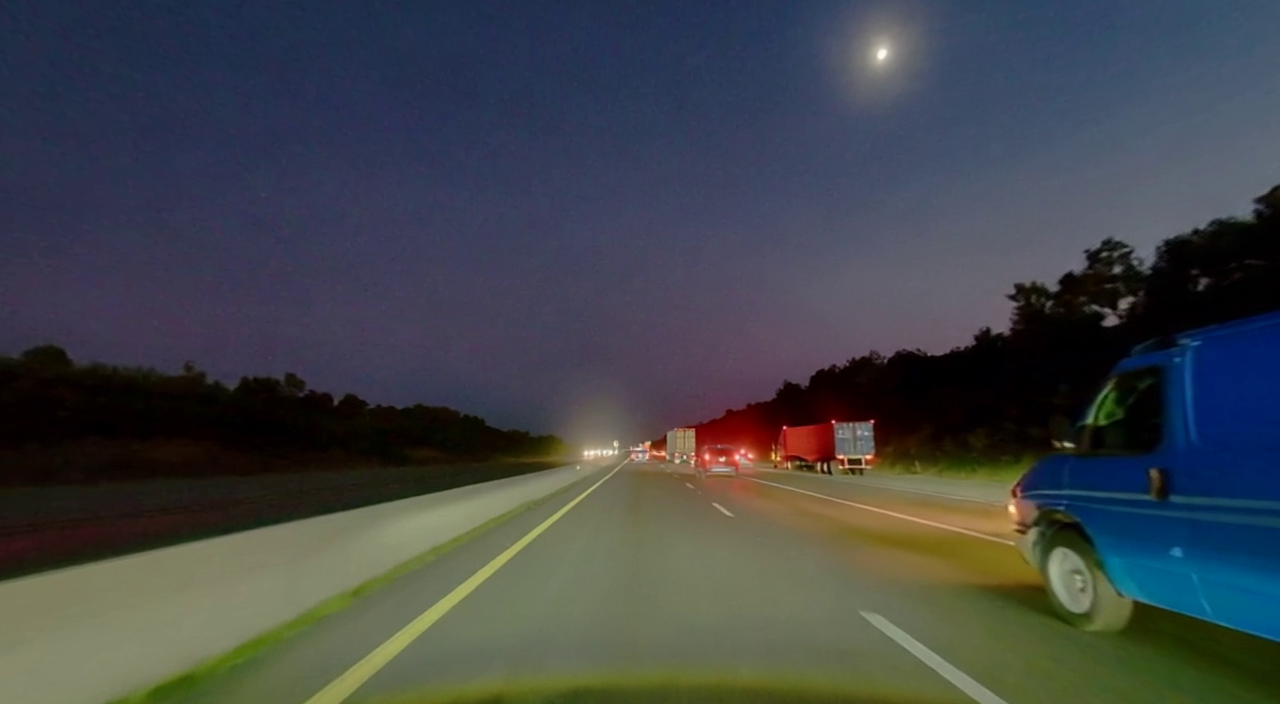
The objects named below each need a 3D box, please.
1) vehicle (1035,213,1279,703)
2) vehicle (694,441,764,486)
[{"bbox_3d":[3.814,0.401,1.536,2.242,2.285,5.233,0,-9,0],"label":"vehicle"},{"bbox_3d":[3.537,4.561,26.115,2.130,1.658,4.537,0,-9,-1],"label":"vehicle"}]
